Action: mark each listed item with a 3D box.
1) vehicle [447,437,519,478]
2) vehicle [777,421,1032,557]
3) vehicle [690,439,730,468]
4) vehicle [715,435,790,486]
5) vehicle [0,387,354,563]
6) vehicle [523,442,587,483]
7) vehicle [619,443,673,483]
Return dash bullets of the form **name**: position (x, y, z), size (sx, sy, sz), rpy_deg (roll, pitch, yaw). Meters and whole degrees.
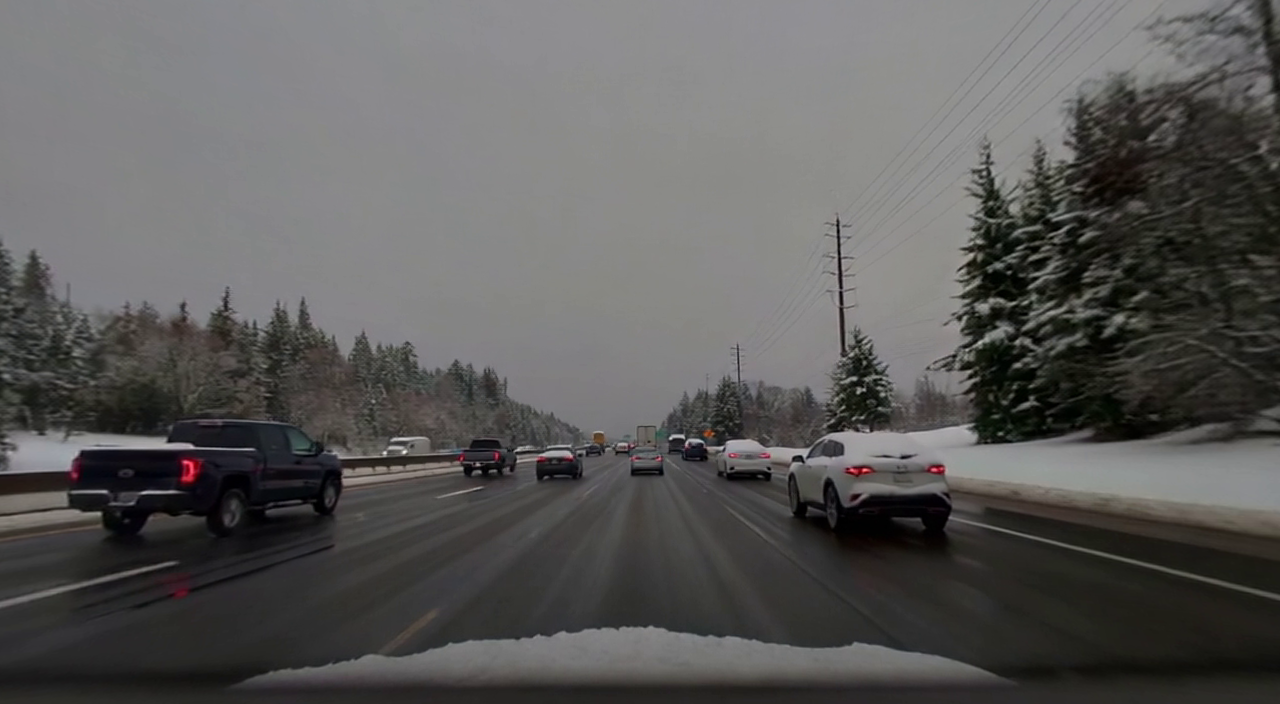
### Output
- **vehicle**: position (-6.832, 4.630, 27.906), size (1.978, 1.680, 4.263), rpy_deg (0, -8, 1)
- **vehicle**: position (3.633, 1.958, 9.730), size (2.051, 1.595, 4.301), rpy_deg (0, -8, 0)
- **vehicle**: position (4.593, 6.717, 41.806), size (2.195, 1.778, 4.455), rpy_deg (0, -8, 1)
- **vehicle**: position (4.109, 4.029, 23.735), size (2.002, 1.691, 4.290), rpy_deg (0, -8, 0)
- **vehicle**: position (-7.062, 1.790, 9.931), size (2.269, 1.936, 5.777), rpy_deg (0, -8, 1)
- **vehicle**: position (-3.239, 4.305, 24.872), size (1.904, 1.479, 4.274), rpy_deg (0, -9, 1)
- **vehicle**: position (0.229, 4.346, 25.033), size (1.966, 1.444, 3.986), rpy_deg (0, -8, 0)
